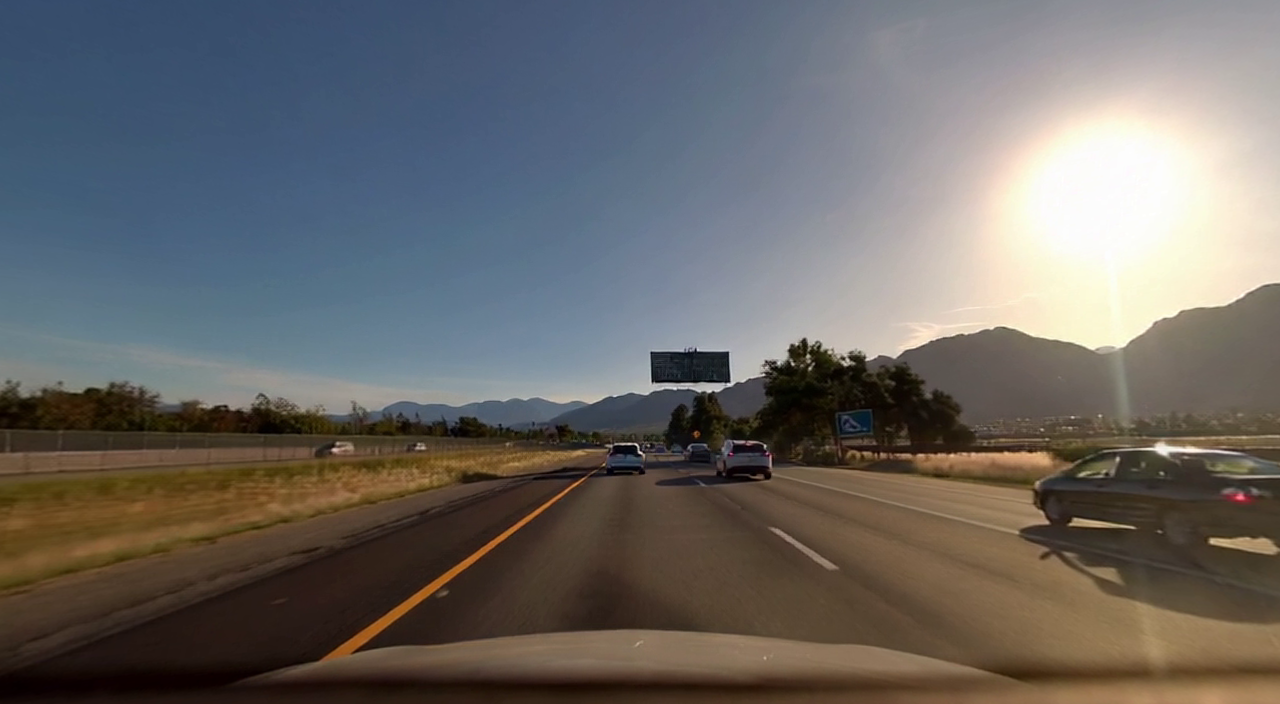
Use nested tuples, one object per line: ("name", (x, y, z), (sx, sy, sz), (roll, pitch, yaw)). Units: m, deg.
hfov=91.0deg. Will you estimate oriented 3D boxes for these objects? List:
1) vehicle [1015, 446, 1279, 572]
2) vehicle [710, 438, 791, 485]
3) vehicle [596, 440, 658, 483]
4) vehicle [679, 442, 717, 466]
("vehicle", (7.619, 1.976, 8.812), (1.910, 1.303, 4.462), (0, -8, -1))
("vehicle", (3.767, 3.819, 22.254), (1.949, 1.493, 4.272), (0, -8, -2))
("vehicle", (-0.483, 4.008, 23.353), (2.085, 1.449, 3.860), (0, -8, -1))
("vehicle", (3.654, 6.483, 40.165), (1.957, 1.447, 4.241), (0, -8, -1))
